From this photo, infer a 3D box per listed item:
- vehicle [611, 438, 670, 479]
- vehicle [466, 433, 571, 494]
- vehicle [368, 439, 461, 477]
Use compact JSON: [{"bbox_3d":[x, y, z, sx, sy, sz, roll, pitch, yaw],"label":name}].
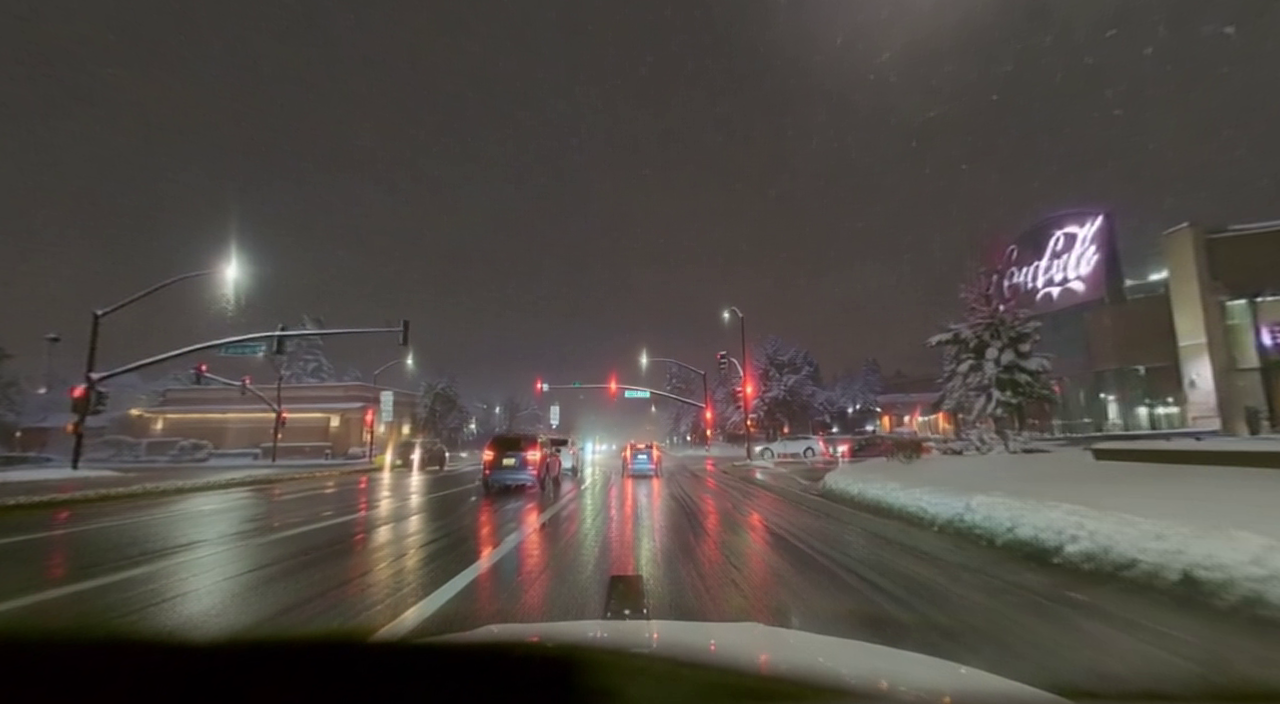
[{"bbox_3d":[0.099,4.353,26.099,2.258,1.507,3.896,-1,-8,3],"label":"vehicle"},{"bbox_3d":[-3.308,3.139,18.096,2.029,1.517,4.375,0,-9,2],"label":"vehicle"},{"bbox_3d":[-9.563,4.523,27.140,2.096,1.474,4.585,-1,-9,3],"label":"vehicle"}]
